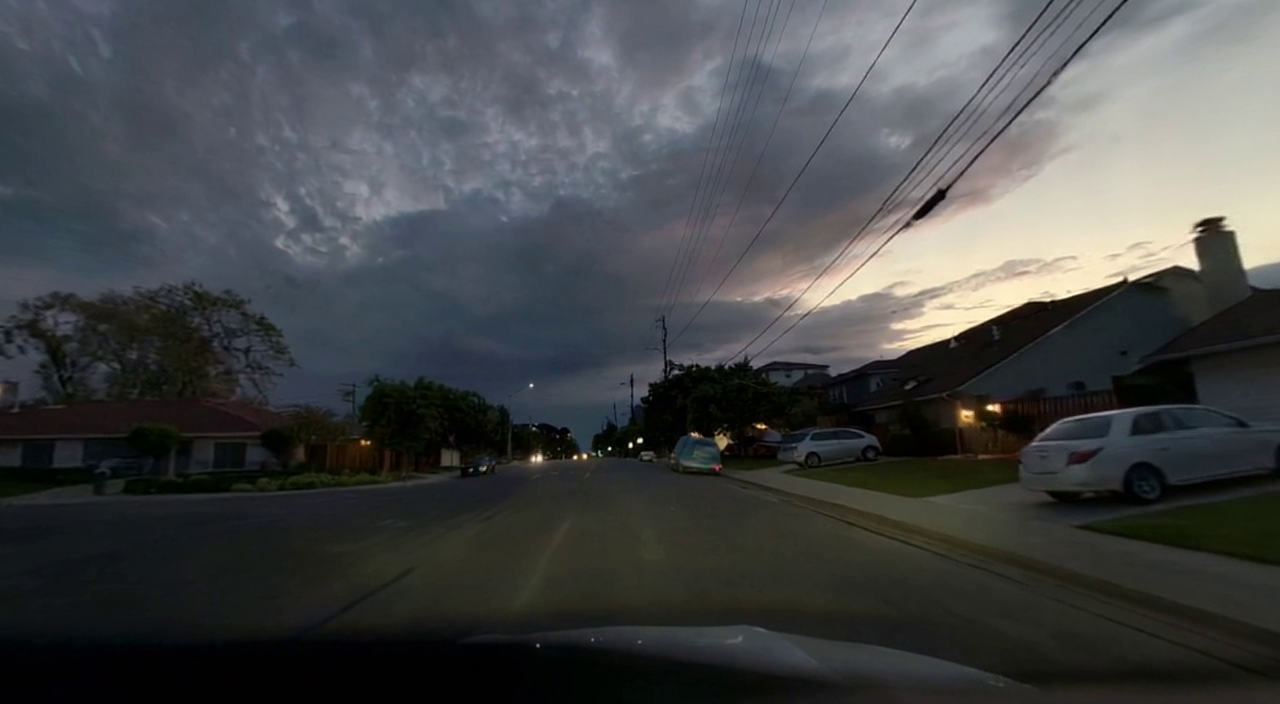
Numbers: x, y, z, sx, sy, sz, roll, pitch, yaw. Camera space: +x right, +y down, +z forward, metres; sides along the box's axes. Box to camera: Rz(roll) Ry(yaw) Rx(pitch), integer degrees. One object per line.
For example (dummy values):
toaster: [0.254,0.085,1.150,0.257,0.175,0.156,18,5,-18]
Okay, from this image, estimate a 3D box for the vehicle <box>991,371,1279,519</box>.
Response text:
vehicle: [9.409,1.504,11.080,5.072,1.909,2.237,-6,-7,-5]

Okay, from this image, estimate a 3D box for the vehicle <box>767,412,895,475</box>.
vehicle: [8.419,4.079,28.225,4.801,2.139,2.164,-6,-7,-3]

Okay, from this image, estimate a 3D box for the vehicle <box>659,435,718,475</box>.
vehicle: [2.490,5.474,33.742,2.214,1.962,4.733,1,-9,-7]

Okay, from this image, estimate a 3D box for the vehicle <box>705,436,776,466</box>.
vehicle: [7.195,7.121,45.755,4.666,1.655,2.169,-6,-8,1]
